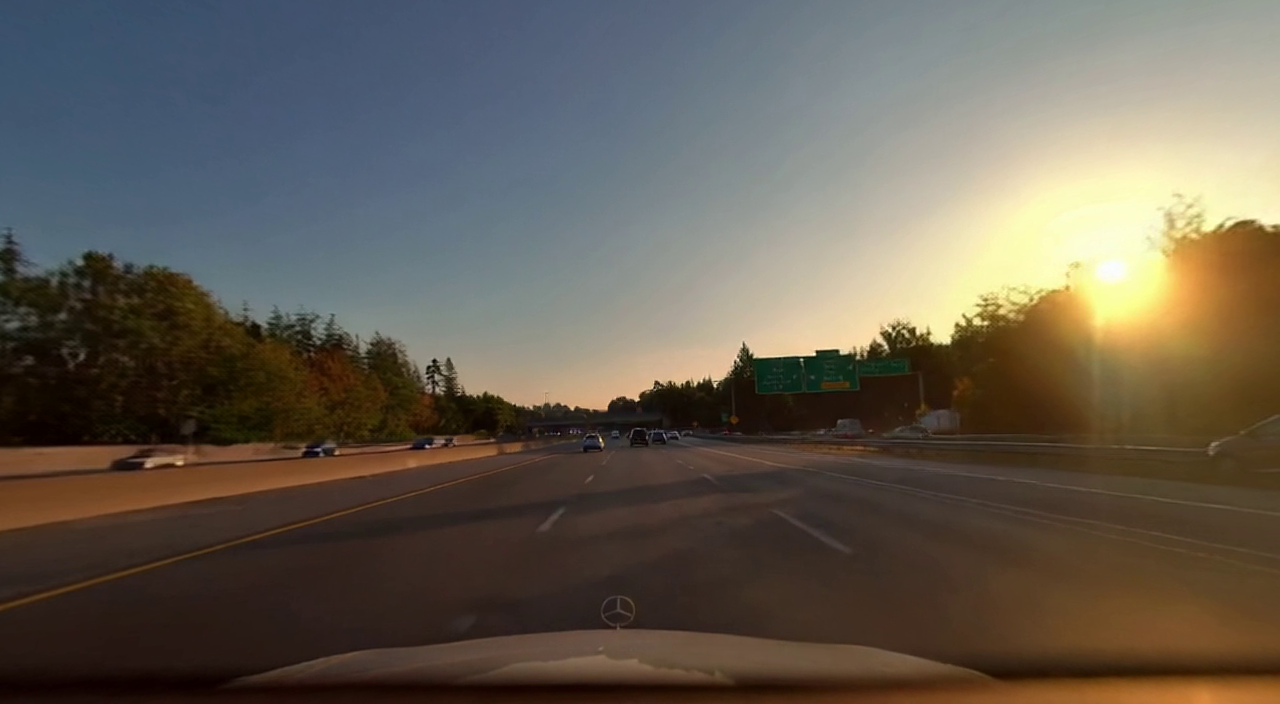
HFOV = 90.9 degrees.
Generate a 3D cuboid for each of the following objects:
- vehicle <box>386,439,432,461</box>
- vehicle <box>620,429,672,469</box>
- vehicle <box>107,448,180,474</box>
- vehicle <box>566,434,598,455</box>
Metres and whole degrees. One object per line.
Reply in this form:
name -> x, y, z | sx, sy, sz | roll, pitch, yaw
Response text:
vehicle -> -16.193, 6.892, 44.313 | 1.866, 1.467, 3.734 | 0, -8, -1
vehicle -> 0.176, 4.150, 27.162 | 2.086, 1.554, 3.875 | 0, -8, -2
vehicle -> -31.155, 6.826, 39.678 | 1.639, 1.453, 3.644 | 0, -8, -1
vehicle -> -4.247, 6.820, 46.563 | 2.014, 1.471, 4.380 | 0, -8, -1
